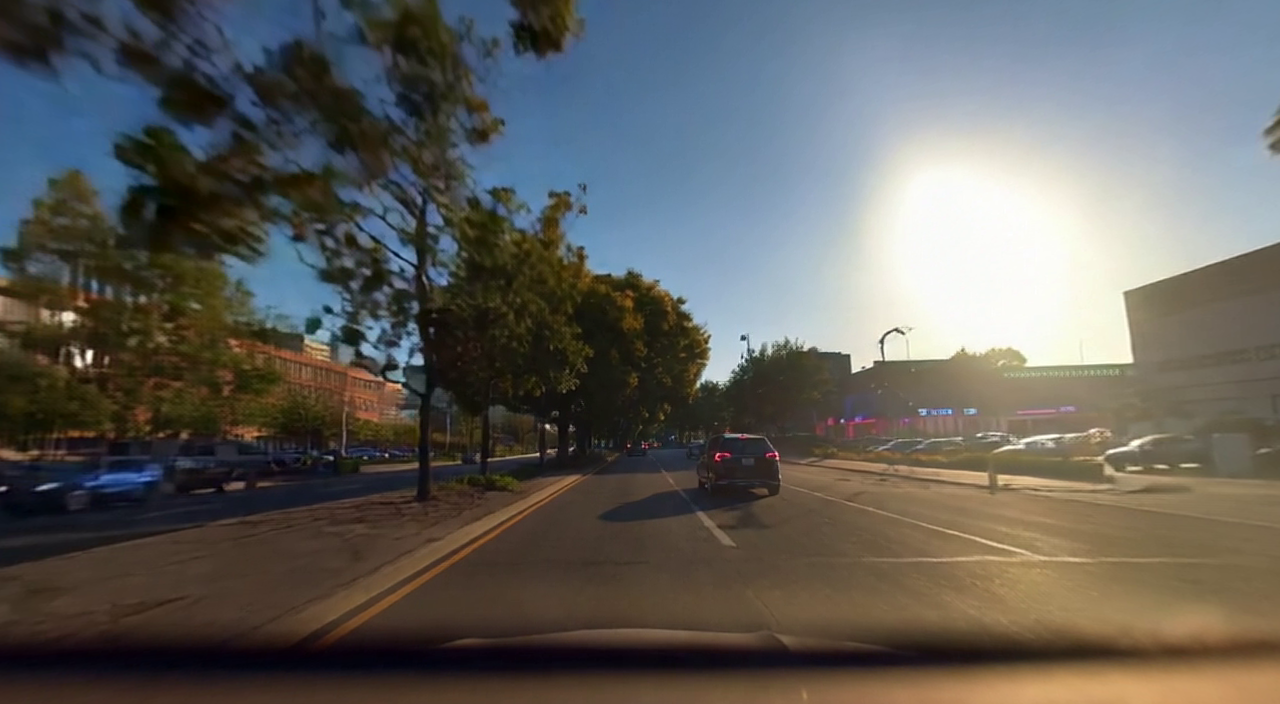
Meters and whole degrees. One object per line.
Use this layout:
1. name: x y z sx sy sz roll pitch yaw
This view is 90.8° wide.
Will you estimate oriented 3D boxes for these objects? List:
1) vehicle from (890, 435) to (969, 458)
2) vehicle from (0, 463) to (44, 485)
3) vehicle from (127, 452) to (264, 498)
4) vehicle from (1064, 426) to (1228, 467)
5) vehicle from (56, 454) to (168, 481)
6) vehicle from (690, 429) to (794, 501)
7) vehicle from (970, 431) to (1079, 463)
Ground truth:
1. vehicle: 19.799 6.477 43.325 4.518 1.501 1.902 0 -8 0
2. vehicle: -42.647 8.163 42.335 3.598 1.432 1.688 0 -8 1
3. vehicle: -16.386 4.508 23.638 1.927 1.492 4.347 0 -8 0
4. vehicle: 19.556 3.668 24.590 4.584 1.503 1.942 0 -8 2
5. vehicle: -29.287 6.415 35.176 4.340 1.422 1.976 1 -8 -5
6. vehicle: 2.563 2.955 16.939 1.963 1.677 4.229 0 -8 -1
7. vehicle: 19.701 4.883 32.536 4.227 1.567 2.034 0 -8 1
